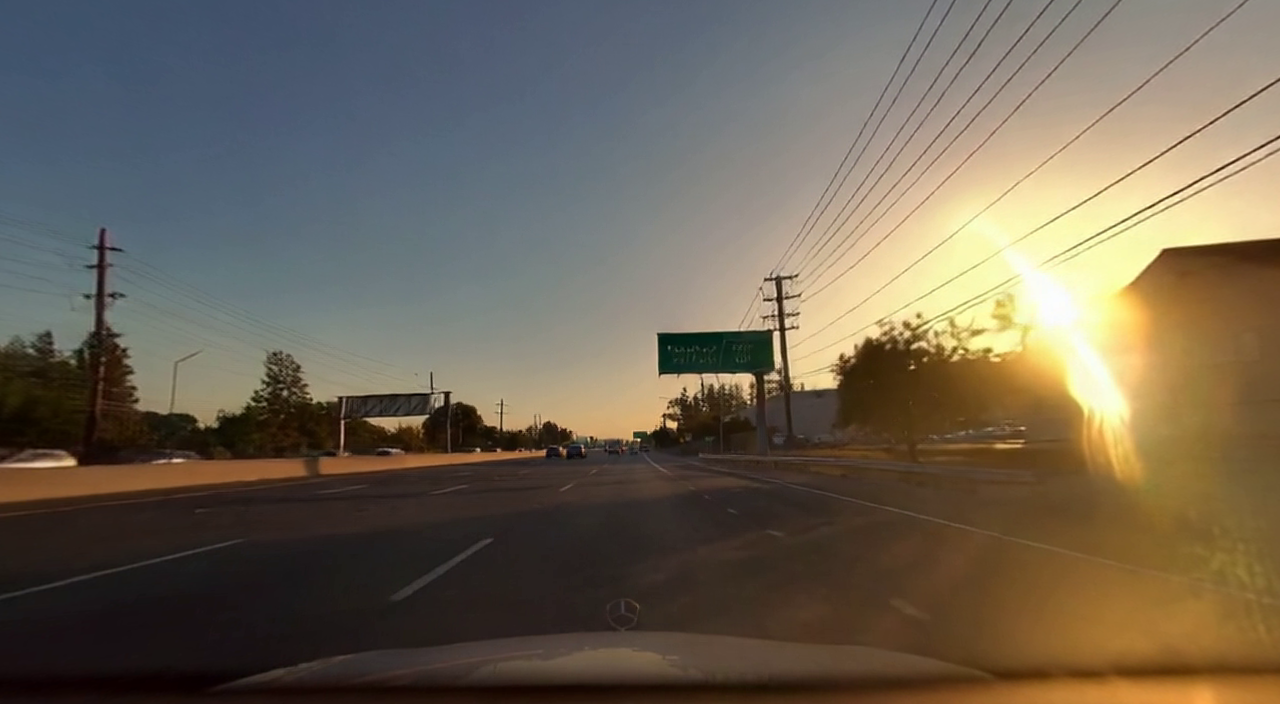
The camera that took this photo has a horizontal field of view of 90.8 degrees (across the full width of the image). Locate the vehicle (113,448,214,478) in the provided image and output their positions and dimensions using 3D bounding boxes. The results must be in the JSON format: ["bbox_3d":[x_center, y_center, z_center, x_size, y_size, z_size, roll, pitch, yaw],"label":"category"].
[{"bbox_3d":[-25.428,5.915,33.956,1.838,1.443,4.598,0,-8,0],"label":"vehicle"}]
